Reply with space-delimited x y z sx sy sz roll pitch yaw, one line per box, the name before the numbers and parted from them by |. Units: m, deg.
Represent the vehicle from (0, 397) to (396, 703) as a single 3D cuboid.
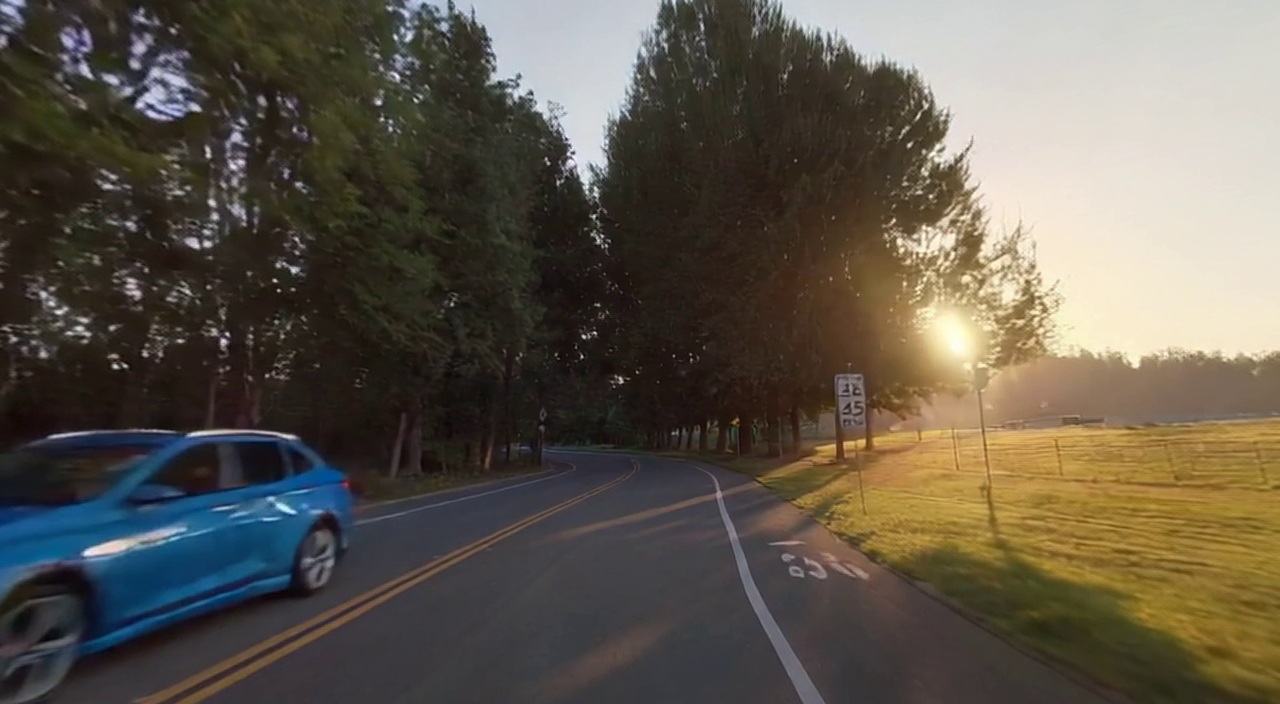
vehicle | -3.823 1.236 4.654 2.190 1.499 4.209 0 -8 3
